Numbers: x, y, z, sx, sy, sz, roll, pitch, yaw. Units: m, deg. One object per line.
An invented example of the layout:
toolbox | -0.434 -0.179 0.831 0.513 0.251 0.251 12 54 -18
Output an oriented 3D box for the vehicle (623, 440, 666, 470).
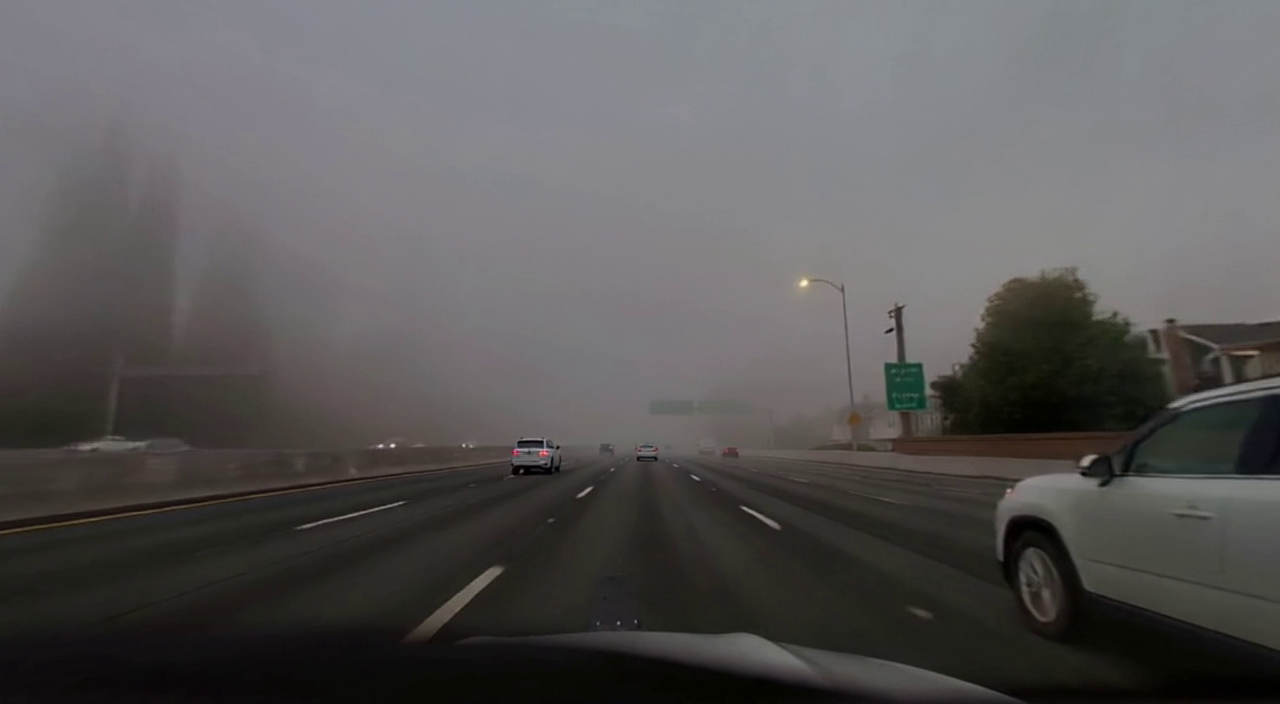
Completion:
vehicle | 0.218 5.487 33.855 2.146 1.485 4.332 0 -9 0

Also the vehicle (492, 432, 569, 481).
vehicle | -4.154 4.059 24.759 2.260 1.706 4.177 0 -8 0

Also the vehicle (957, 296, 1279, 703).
vehicle | 3.642 0.678 2.073 2.463 1.851 5.122 0 -8 -1

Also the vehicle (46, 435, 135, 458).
vehicle | -41.979 7.256 48.553 2.019 1.695 5.538 0 -9 -1
